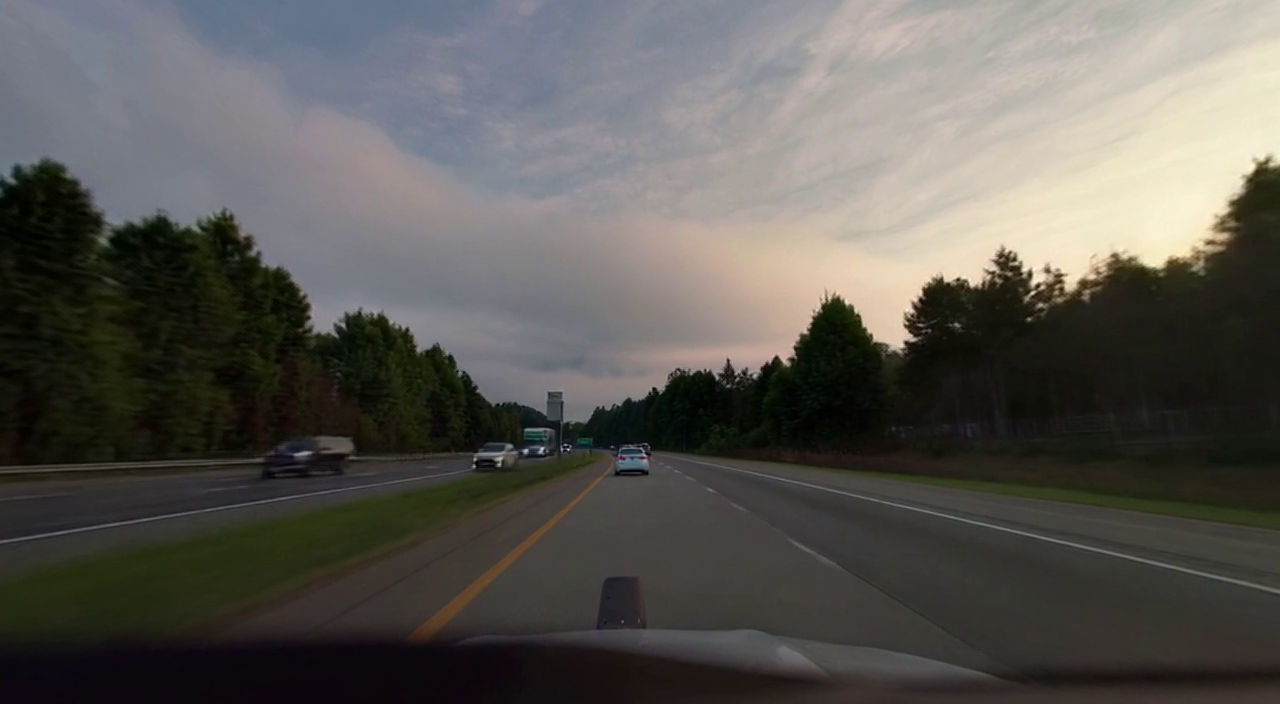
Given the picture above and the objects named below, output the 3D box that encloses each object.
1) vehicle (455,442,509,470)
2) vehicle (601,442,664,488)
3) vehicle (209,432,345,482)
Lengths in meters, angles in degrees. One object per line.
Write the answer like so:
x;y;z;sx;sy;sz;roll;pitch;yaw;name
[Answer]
-8.691;5.752;35.049;1.904;1.471;4.317;0;-9;0;vehicle
-0.281;4.144;23.410;2.114;1.523;4.012;0;-9;-1;vehicle
-12.978;3.792;22.964;2.255;1.646;4.543;0;-9;0;vehicle
